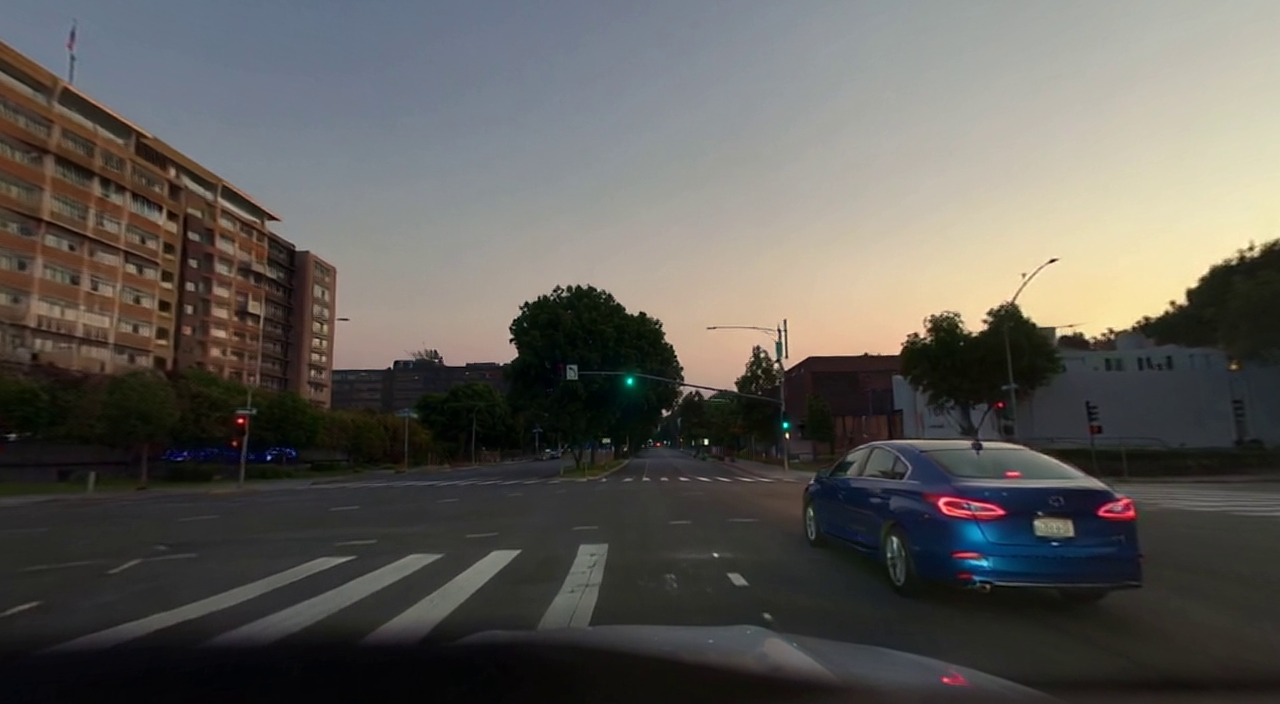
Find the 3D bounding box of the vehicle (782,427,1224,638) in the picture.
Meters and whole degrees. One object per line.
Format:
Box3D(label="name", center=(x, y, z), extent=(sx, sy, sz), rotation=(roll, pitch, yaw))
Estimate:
Box3D(label="vehicle", center=(3.240, 1.691, 7.125), extent=(2.089, 1.539, 4.767), rotation=(0, -8, -1))
